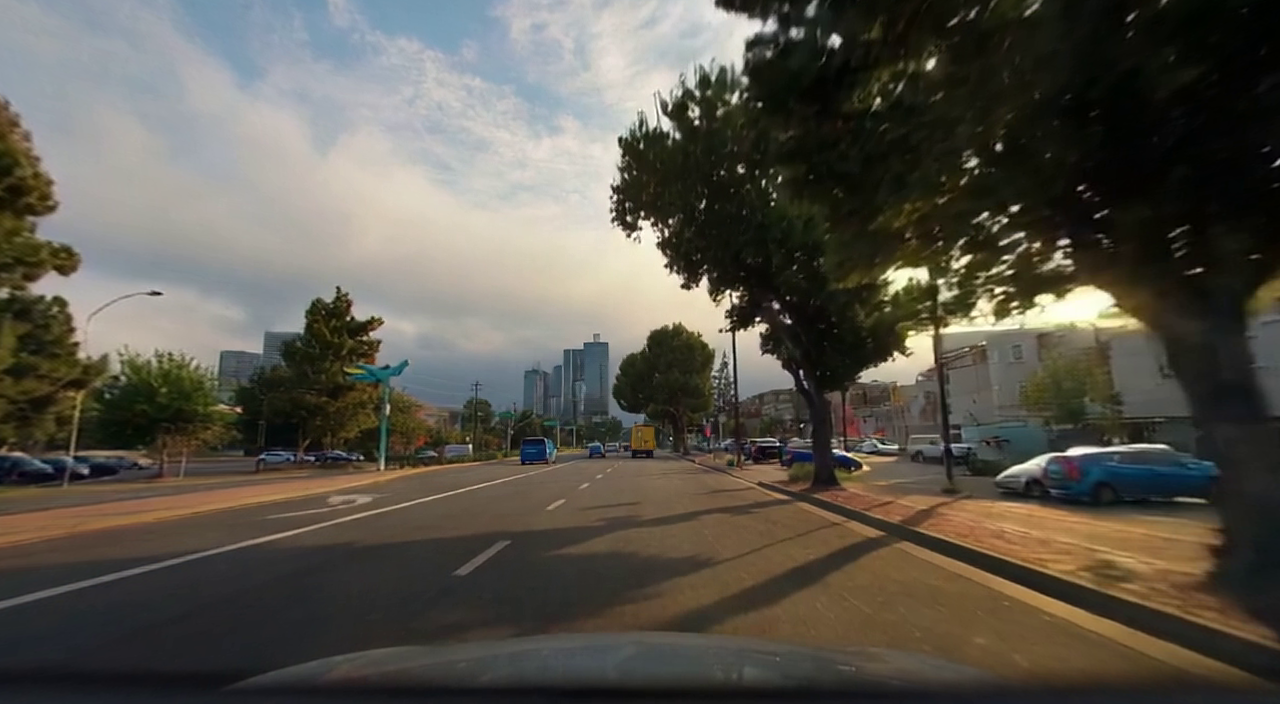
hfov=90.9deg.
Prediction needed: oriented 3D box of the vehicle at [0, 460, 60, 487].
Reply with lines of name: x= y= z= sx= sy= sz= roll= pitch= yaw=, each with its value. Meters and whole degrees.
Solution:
vehicle: x=-33.911 y=6.490 z=33.743 sx=3.913 sy=1.329 sz=1.824 roll=0 pitch=-8 yaw=1

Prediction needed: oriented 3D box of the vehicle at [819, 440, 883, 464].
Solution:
vehicle: x=13.672 y=6.503 z=41.117 sx=1.944 sy=1.476 sz=4.483 roll=1 pitch=-9 yaw=-11

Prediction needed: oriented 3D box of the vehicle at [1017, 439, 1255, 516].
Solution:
vehicle: x=13.859 y=3.504 z=17.900 sx=4.812 sy=1.825 sz=2.073 roll=-3 pitch=-9 yaw=2

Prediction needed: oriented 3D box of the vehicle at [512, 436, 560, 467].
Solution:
vehicle: x=-6.690 y=6.466 z=41.182 sx=2.149 sy=1.893 sz=5.187 roll=0 pitch=-8 yaw=2

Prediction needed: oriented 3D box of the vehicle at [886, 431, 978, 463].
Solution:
vehicle: x=18.762 y=6.168 z=40.909 sx=2.211 sy=1.880 sz=5.847 roll=2 pitch=-9 yaw=-12

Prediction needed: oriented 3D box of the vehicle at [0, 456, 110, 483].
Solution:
vehicle: x=-33.558 y=6.716 z=36.125 sx=4.607 sy=1.474 sz=1.960 roll=0 pitch=-8 yaw=1

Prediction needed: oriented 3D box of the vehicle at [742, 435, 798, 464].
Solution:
vehicle: x=8.407 y=6.349 z=41.190 sx=2.057 sy=1.750 sz=4.679 roll=1 pitch=-9 yaw=-9

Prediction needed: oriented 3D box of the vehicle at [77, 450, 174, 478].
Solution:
vehicle: x=-34.025 y=7.377 z=41.780 sx=4.555 sy=1.761 sz=2.039 roll=0 pitch=-8 yaw=0
